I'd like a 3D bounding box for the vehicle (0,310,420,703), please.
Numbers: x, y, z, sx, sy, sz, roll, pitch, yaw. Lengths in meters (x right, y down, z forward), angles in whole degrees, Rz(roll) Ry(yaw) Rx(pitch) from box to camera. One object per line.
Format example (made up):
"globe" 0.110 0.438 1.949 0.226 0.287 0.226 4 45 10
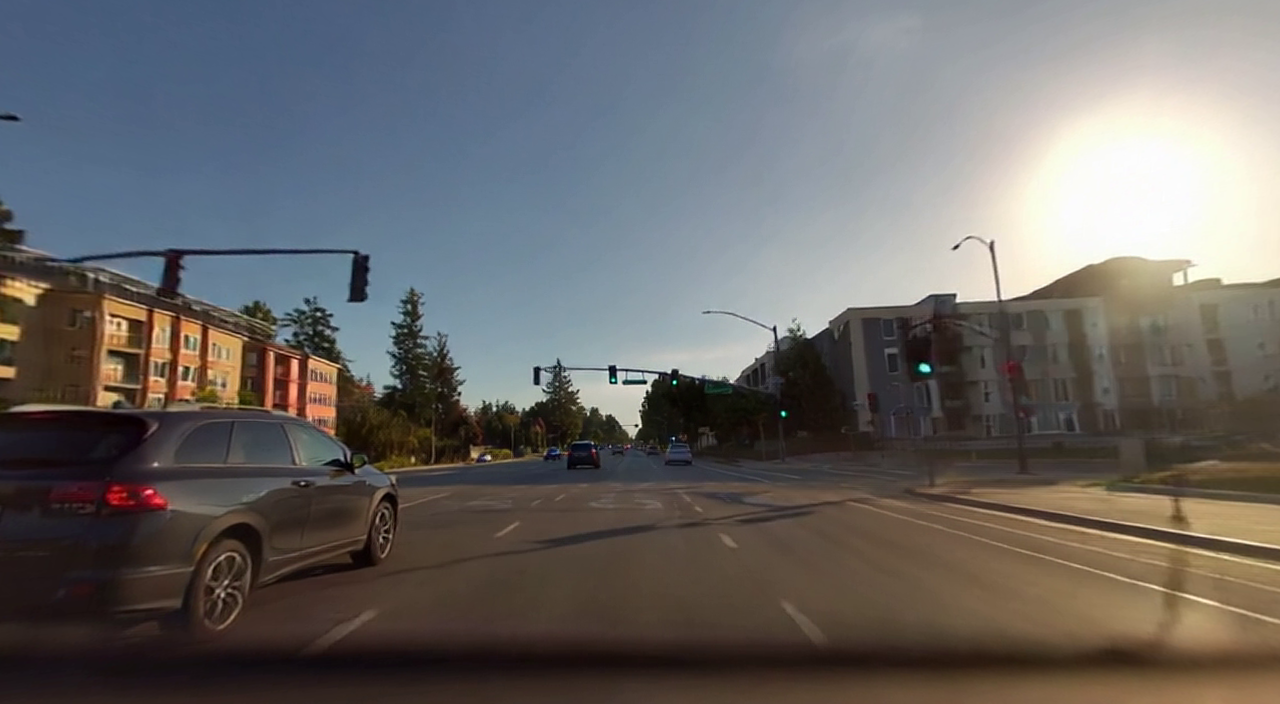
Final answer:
"vehicle" -3.954 1.164 5.450 2.225 1.984 5.168 0 -8 0

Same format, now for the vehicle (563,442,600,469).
"vehicle" -3.886 6.960 42.569 2.083 1.685 4.069 0 -8 0

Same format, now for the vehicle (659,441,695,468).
"vehicle" 2.469 6.907 42.750 2.018 1.719 4.369 0 -8 -2
